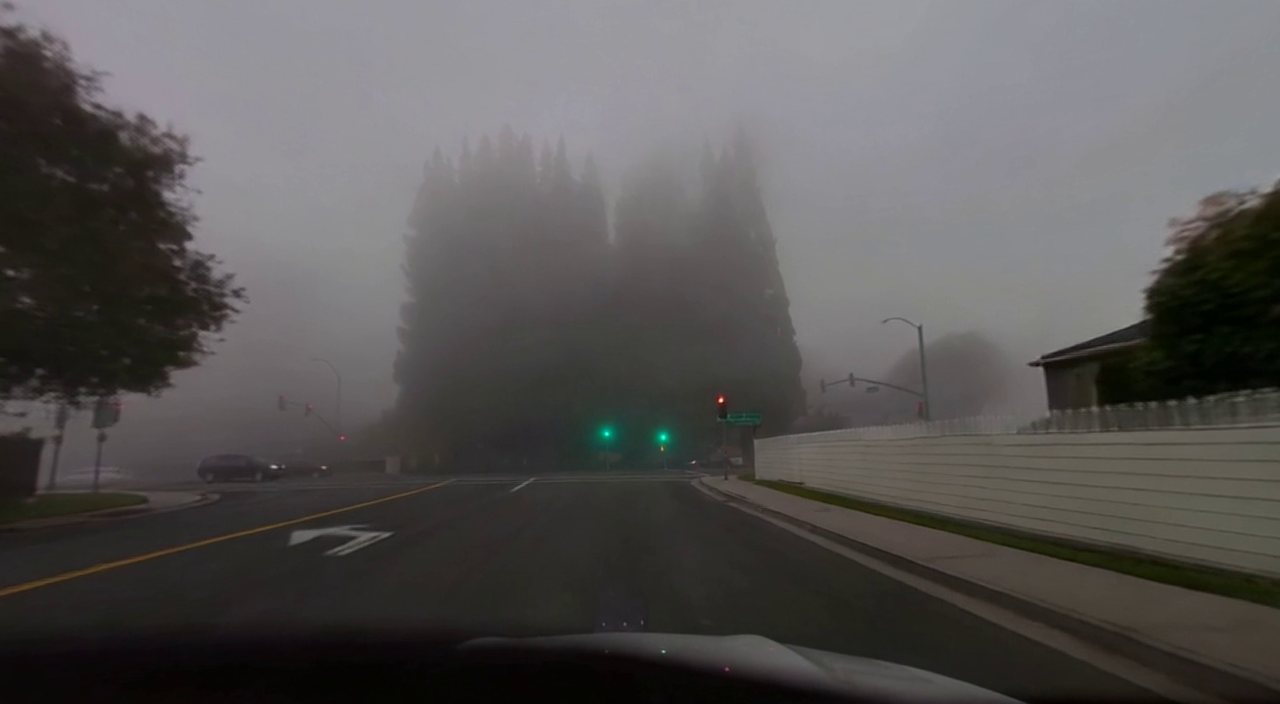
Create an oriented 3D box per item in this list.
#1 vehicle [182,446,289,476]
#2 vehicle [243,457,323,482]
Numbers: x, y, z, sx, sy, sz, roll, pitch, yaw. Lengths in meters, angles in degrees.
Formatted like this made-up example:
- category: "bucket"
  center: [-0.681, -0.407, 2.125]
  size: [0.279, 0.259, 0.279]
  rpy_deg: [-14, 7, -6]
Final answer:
- category: "vehicle"
  center: [-25.379, 6.836, 39.763]
  size: [5.107, 1.749, 2.254]
  rpy_deg: [0, -9, -7]
- category: "vehicle"
  center: [-26.449, 8.720, 46.846]
  size: [4.664, 1.728, 1.959]
  rpy_deg: [1, -9, -7]
